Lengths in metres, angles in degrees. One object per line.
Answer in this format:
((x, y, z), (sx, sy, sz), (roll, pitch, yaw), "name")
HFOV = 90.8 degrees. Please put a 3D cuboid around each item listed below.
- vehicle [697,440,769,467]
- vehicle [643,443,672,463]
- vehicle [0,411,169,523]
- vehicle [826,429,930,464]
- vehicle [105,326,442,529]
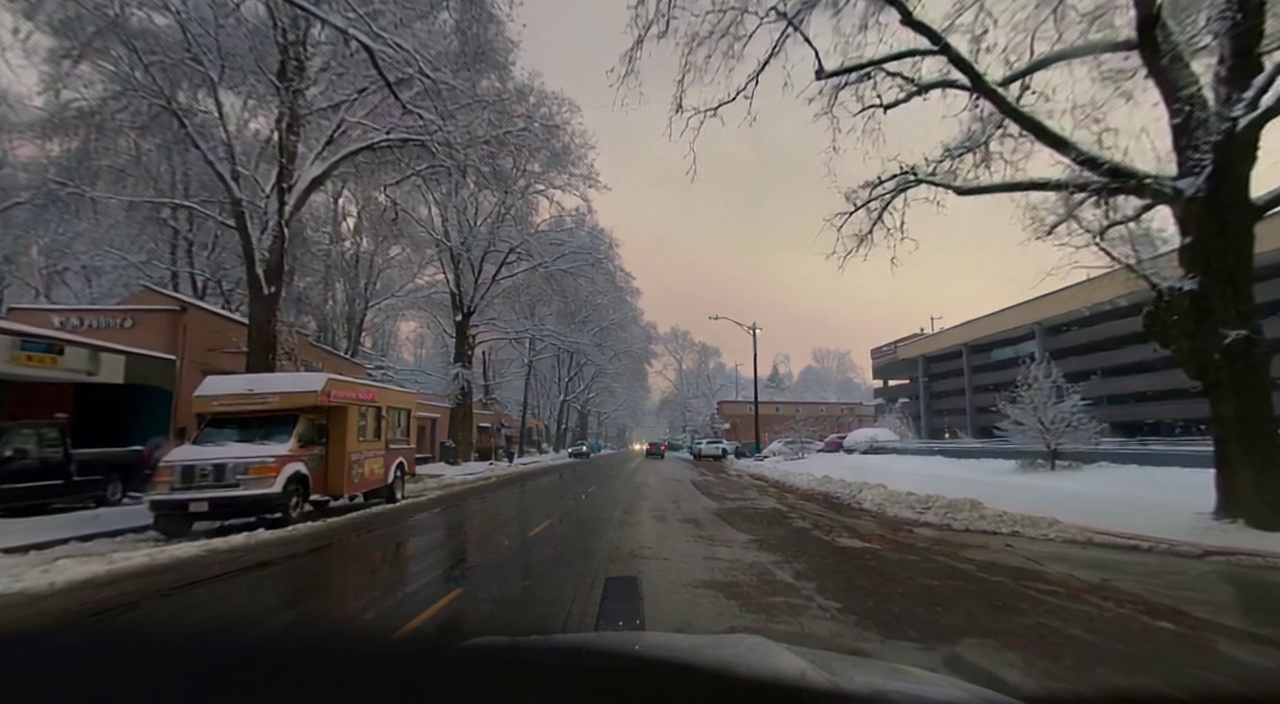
((6.273, 6.803, 42.557), (4.626, 1.723, 1.939), (5, -10, -31), "vehicle")
((1.313, 7.757, 48.808), (2.046, 1.445, 4.001), (0, -8, 0), "vehicle")
((-11.006, 1.947, 10.897), (1.944, 1.742, 4.657), (-1, -8, 4), "vehicle")
((14.737, 5.870, 39.386), (5.540, 2.045, 2.259), (0, -8, 0), "vehicle")
((-6.917, 1.707, 13.627), (2.968, 3.222, 7.036), (0, -9, 0), "vehicle")
